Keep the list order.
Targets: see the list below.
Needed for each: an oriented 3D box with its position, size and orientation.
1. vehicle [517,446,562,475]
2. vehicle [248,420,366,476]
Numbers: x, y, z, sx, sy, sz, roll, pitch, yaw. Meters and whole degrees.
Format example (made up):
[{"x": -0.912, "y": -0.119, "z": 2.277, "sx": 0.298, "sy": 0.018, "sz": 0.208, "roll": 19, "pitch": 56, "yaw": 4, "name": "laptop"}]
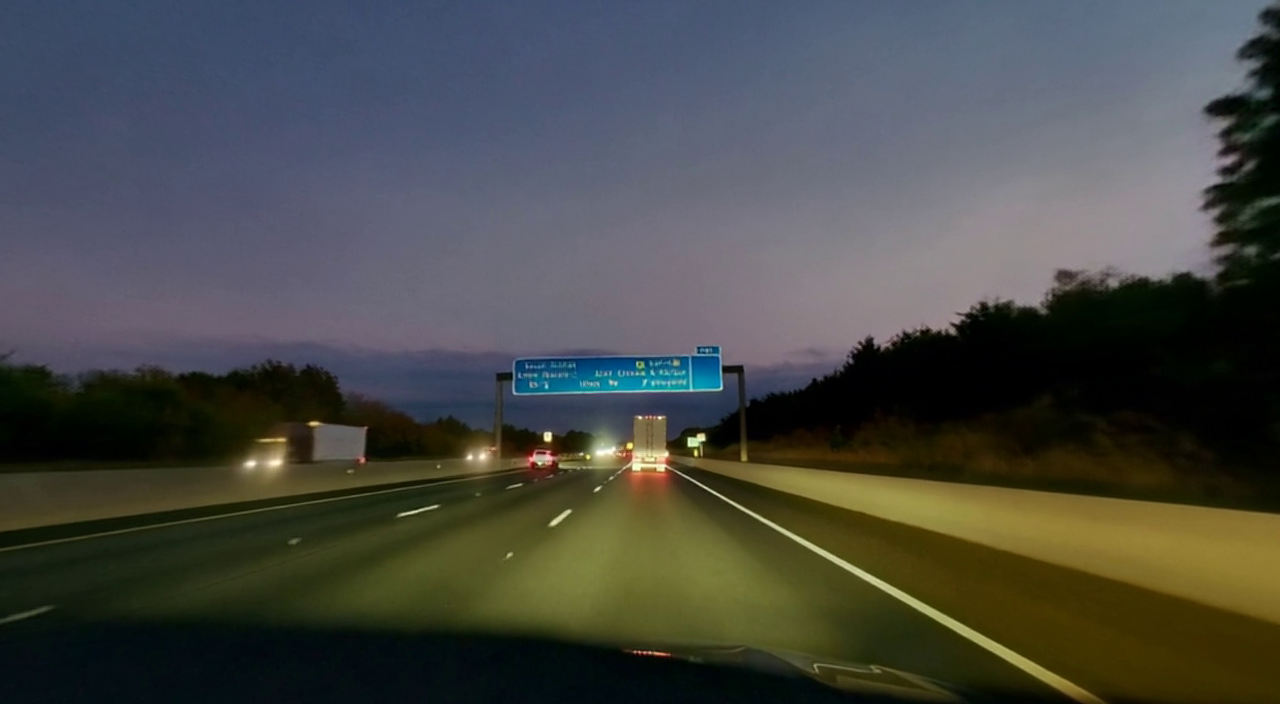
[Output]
[{"x": -6.514, "y": 7.089, "z": 41.292, "sx": 2.119, "sy": 1.754, "sz": 4.404, "roll": 0, "pitch": -9, "yaw": 1, "name": "vehicle"}, {"x": -23.807, "y": 7.024, "z": 45.970, "sx": 3.032, "sy": 3.588, "sz": 10.037, "roll": 0, "pitch": -9, "yaw": 0, "name": "vehicle"}]
